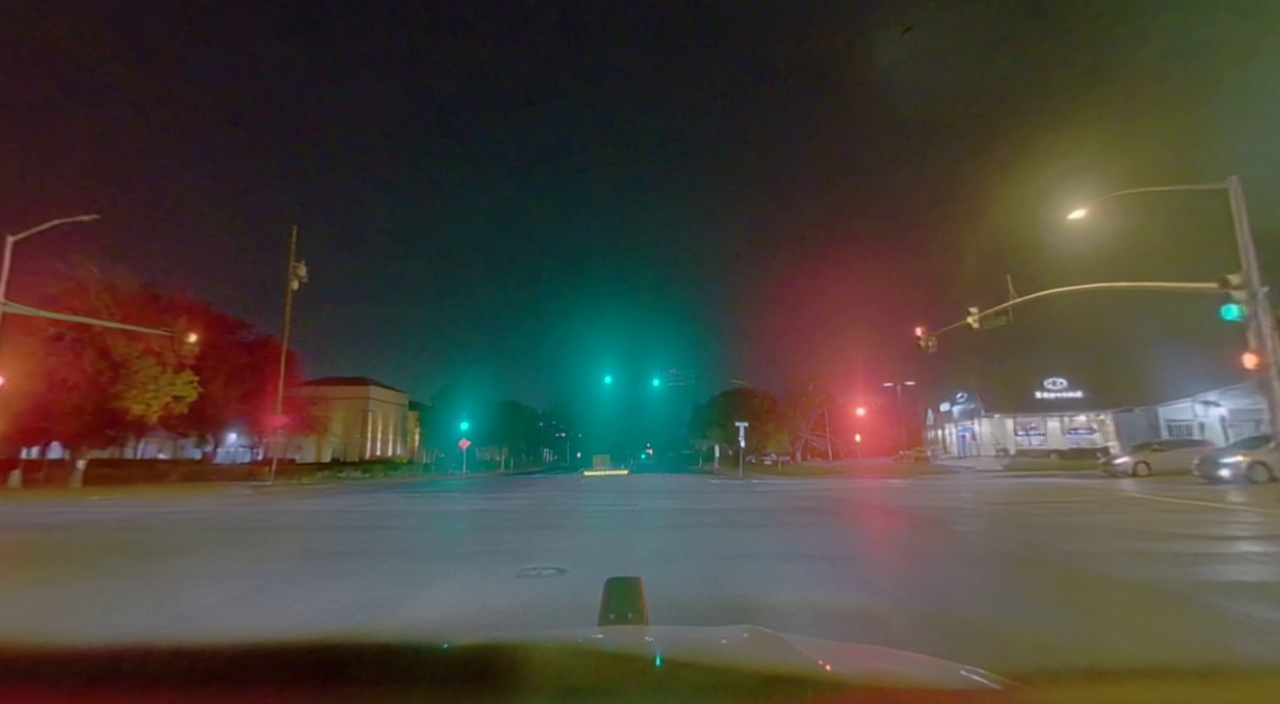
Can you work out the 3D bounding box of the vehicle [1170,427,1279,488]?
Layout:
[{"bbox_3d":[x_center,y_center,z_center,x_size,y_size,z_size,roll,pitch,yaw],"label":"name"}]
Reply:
[{"bbox_3d":[17.977,2.940,17.745,4.288,1.600,1.927,0,-8,1],"label":"vehicle"}]
